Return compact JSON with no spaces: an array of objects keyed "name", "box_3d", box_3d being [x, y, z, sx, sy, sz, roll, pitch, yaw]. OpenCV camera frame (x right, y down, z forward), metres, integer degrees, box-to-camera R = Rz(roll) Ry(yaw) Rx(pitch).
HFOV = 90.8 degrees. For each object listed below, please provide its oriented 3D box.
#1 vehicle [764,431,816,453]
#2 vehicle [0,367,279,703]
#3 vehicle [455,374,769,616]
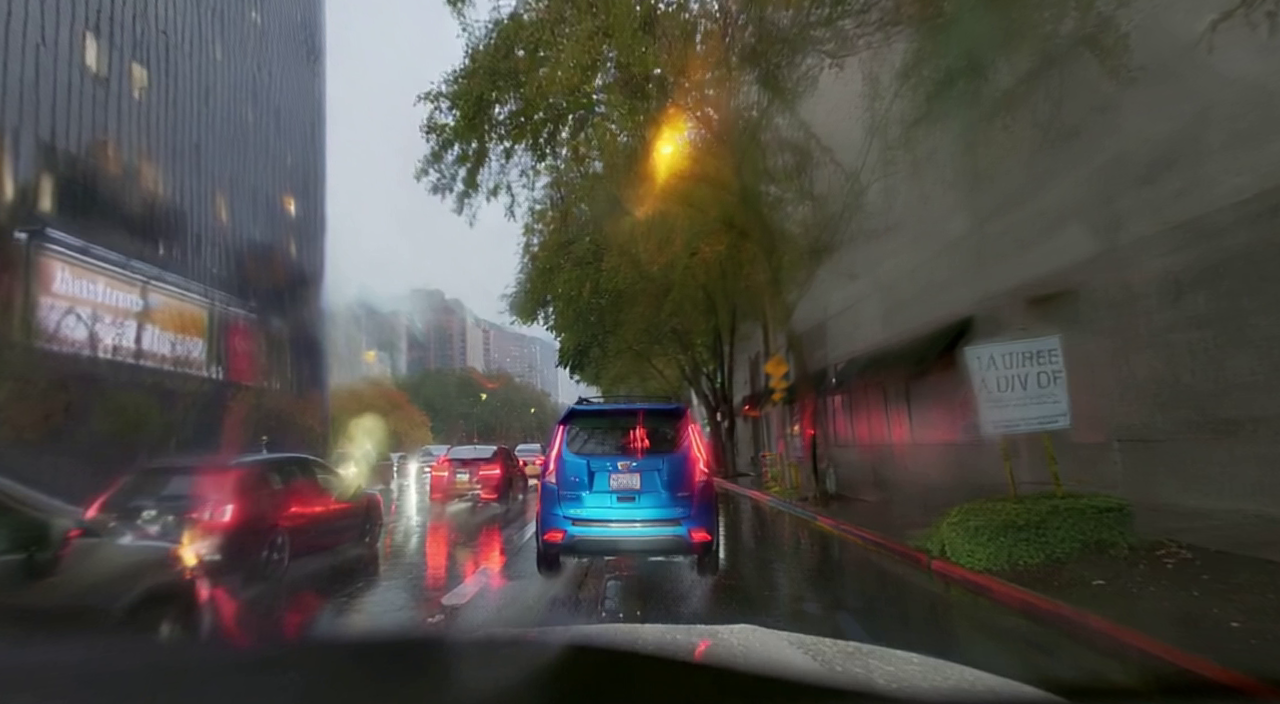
[{"name":"vehicle","box_3d":[10.299,6.191,43.197,1.877,1.416,3.965,-8,-12,38]},{"name":"vehicle","box_3d":[-3.189,0.810,1.623,1.971,1.658,4.428,0,-8,-1]},{"name":"vehicle","box_3d":[-0.357,1.465,7.392,2.531,1.930,4.382,0,-8,-4]}]
